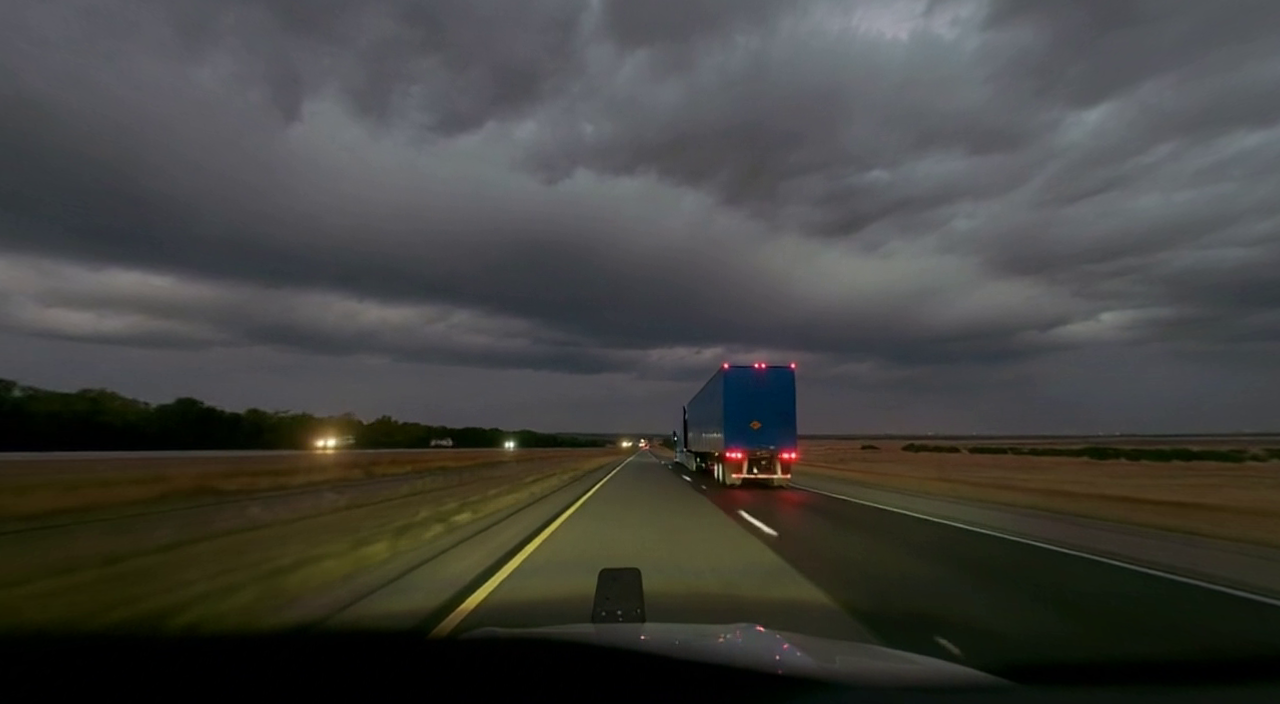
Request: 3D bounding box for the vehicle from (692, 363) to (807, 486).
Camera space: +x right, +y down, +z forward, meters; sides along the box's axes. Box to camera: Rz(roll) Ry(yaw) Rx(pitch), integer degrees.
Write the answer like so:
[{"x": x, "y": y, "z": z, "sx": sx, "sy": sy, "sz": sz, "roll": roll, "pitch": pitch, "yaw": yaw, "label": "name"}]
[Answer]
[{"x": 4.240, "y": 3.446, "z": 27.955, "sx": 2.818, "sy": 4.206, "sz": 12.987, "roll": 0, "pitch": -9, "yaw": 0, "label": "vehicle"}]
